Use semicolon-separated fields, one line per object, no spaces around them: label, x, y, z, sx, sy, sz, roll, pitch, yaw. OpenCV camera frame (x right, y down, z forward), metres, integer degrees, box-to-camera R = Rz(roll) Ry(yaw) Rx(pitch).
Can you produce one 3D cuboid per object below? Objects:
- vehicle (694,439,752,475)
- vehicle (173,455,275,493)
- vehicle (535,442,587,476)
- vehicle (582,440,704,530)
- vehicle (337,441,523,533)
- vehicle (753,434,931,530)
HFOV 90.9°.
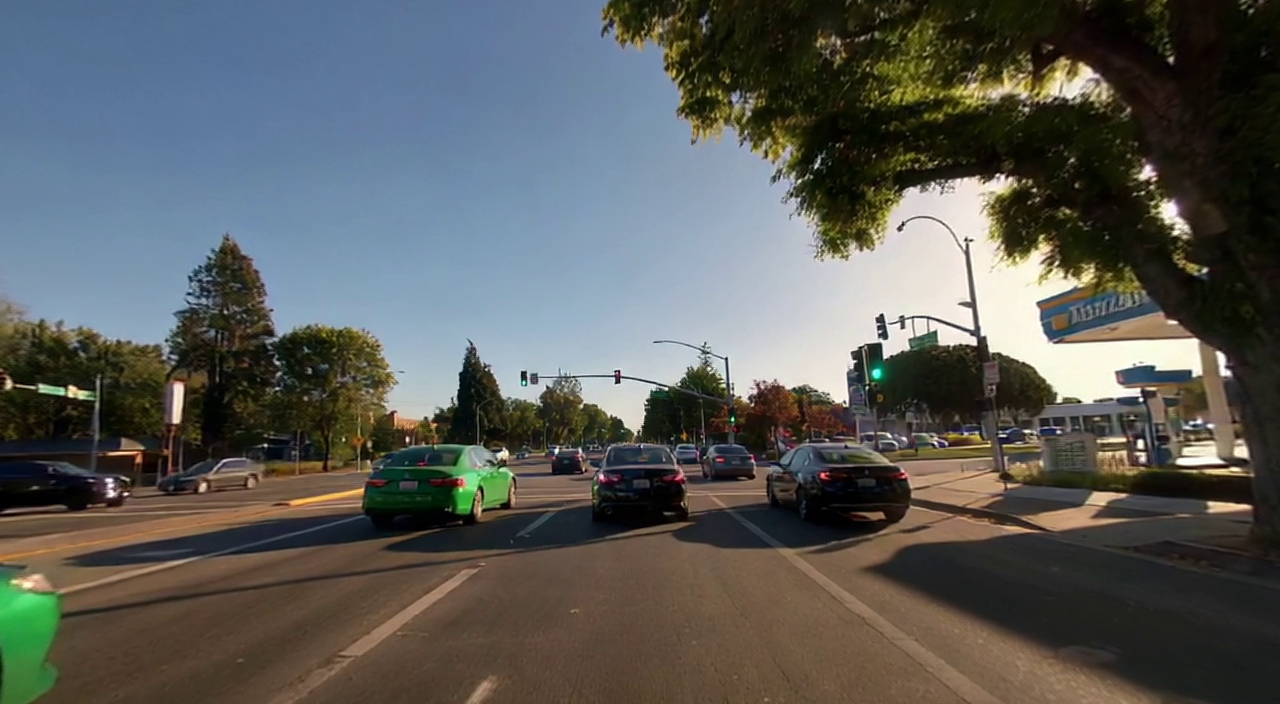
vehicle;3.740;4.808;29.127;1.942;1.482;4.623;0;-8;-1
vehicle;-21.826;6.393;33.347;2.152;1.764;4.641;0;-8;0
vehicle;-3.753;5.177;30.728;1.896;1.501;4.390;0;-8;1
vehicle;0.012;2.462;12.299;1.994;1.433;3.894;0;-8;-1
vehicle;-3.744;2.470;12.264;1.995;1.436;4.500;0;-8;1
vehicle;3.618;2.397;12.305;1.920;1.479;4.548;0;-8;-1
